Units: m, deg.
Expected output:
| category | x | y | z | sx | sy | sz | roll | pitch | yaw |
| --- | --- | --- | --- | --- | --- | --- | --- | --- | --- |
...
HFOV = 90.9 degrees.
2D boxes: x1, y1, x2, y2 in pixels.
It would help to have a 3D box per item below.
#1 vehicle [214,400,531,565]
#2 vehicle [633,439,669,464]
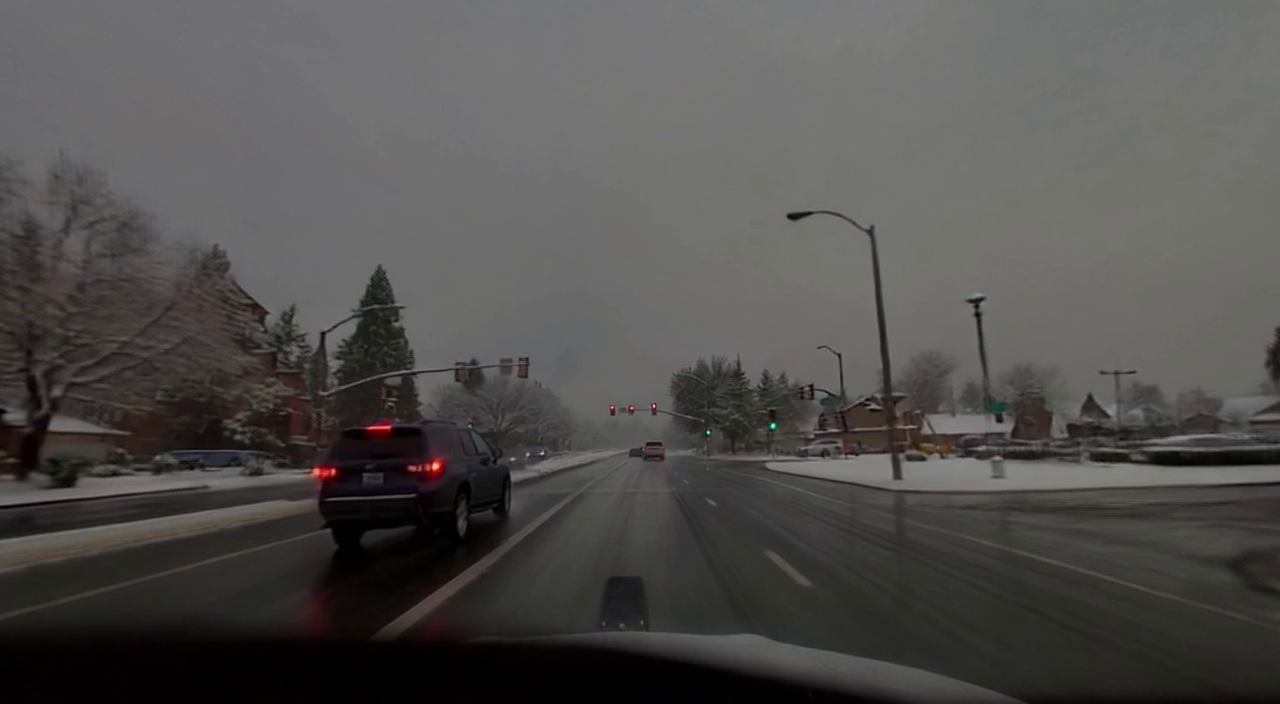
| category | x | y | z | sx | sy | sz | roll | pitch | yaw |
| --- | --- | --- | --- | --- | --- | --- | --- | --- | --- |
| vehicle | -3.471 | 1.864 | 9.808 | 2.459 | 1.825 | 5.380 | -1 | -8 | 2 |
| vehicle | 0.767 | 7.441 | 47.067 | 2.437 | 1.737 | 4.420 | 0 | -8 | -2 |
